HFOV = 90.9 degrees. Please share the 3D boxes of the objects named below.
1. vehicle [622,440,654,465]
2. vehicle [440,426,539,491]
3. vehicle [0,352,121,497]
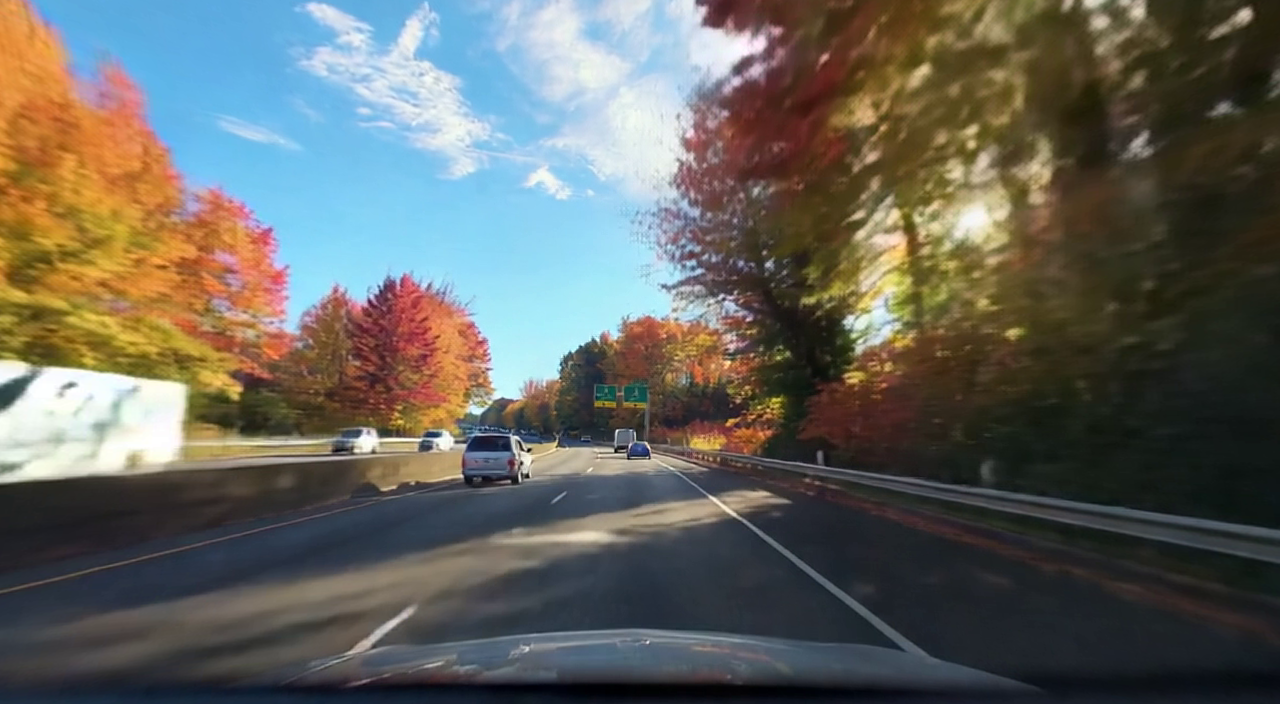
[{"bbox_3d":[-0.142,6.395,40.238,1.939,1.497,3.863,1,-8,-1],"label":"vehicle"},{"bbox_3d":[-4.327,3.140,18.870,1.924,1.720,4.195,0,-8,0],"label":"vehicle"},{"bbox_3d":[-11.678,1.110,9.832,2.276,2.355,5.643,0,-8,0],"label":"vehicle"}]
